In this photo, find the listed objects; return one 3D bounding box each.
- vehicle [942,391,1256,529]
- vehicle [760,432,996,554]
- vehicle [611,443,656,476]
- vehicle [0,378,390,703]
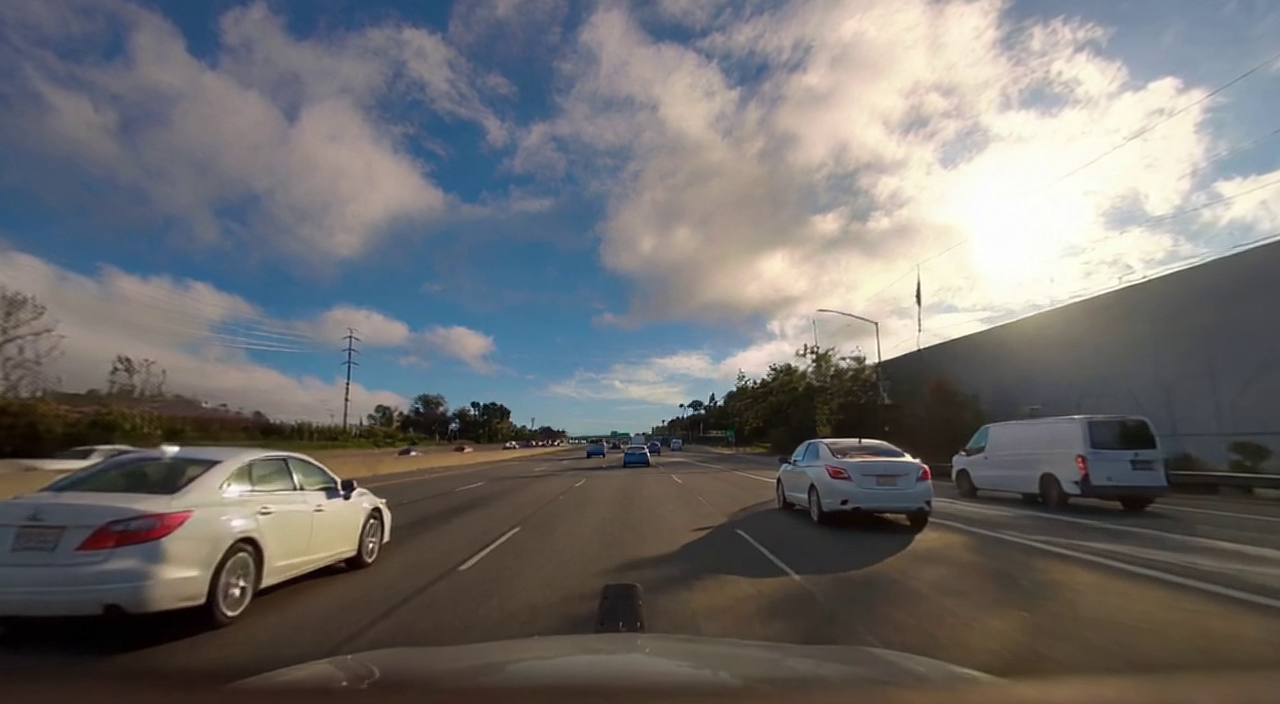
[{"bbox_3d":[8.976,2.192,13.260,2.349,2.280,5.423,0,-9,-2],"label":"vehicle"},{"bbox_3d":[3.467,2.127,10.306,1.995,1.533,4.463,0,-8,-2],"label":"vehicle"},{"bbox_3d":[-0.338,5.167,30.455,2.019,1.472,3.971,0,-8,-2],"label":"vehicle"},{"bbox_3d":[-3.766,1.149,4.276,2.251,1.575,4.488,0,-8,0],"label":"vehicle"}]
